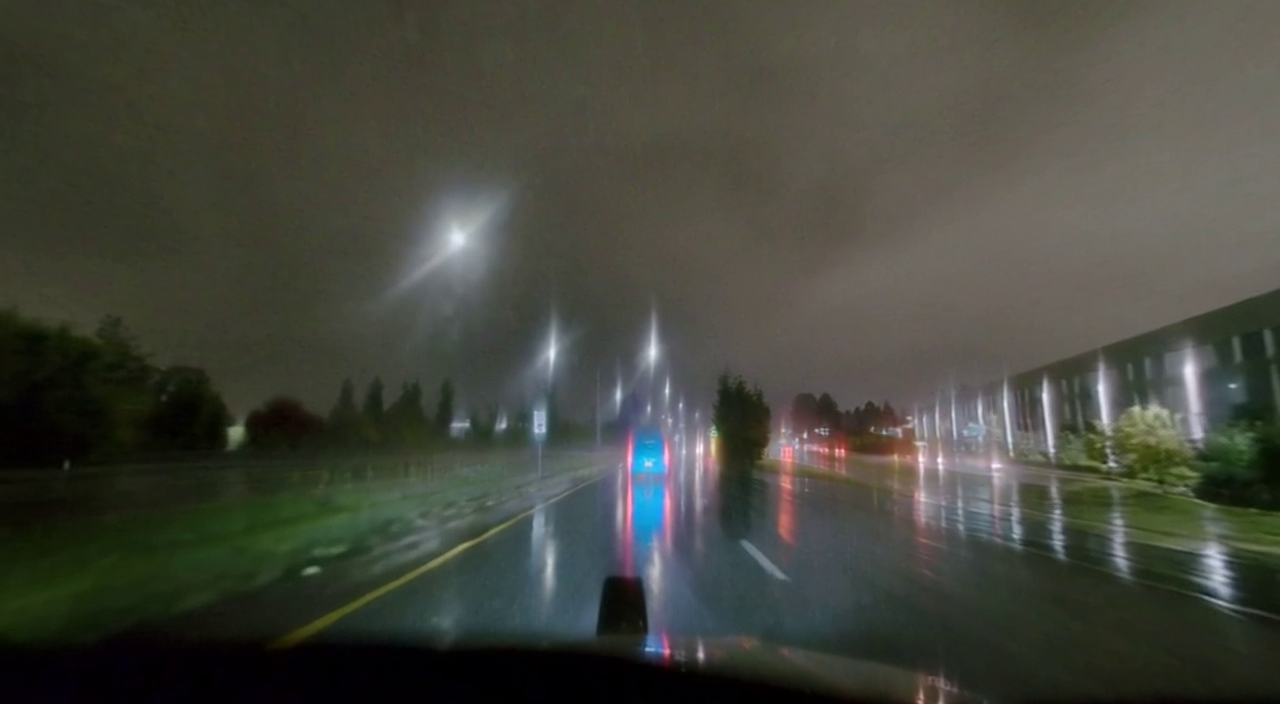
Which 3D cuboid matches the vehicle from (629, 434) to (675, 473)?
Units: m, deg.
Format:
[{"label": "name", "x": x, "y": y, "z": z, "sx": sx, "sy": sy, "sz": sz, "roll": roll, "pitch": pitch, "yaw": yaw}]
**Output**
[{"label": "vehicle", "x": 0.774, "y": 6.021, "z": 37.264, "sx": 2.546, "sy": 2.126, "sz": 5.153, "roll": -1, "pitch": -9, "yaw": 2}]
